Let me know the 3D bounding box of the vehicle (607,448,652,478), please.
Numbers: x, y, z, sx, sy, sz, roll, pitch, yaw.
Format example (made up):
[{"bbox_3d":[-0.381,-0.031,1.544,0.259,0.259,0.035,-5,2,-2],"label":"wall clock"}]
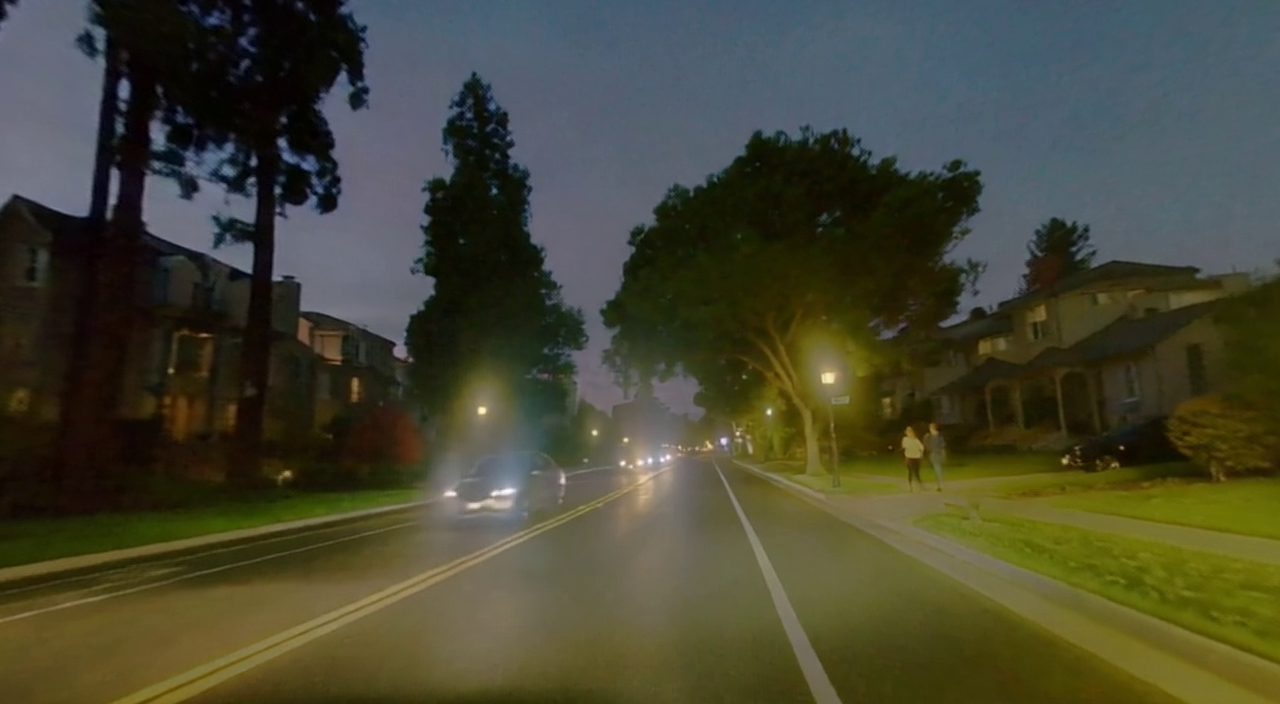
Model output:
[{"bbox_3d":[-0.572,6.763,38.771,2.167,1.691,4.755,-1,-8,7],"label":"vehicle"}]

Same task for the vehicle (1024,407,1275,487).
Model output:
[{"bbox_3d":[13.291,2.504,16.771,4.665,1.944,2.092,0,-8,5],"label":"vehicle"}]

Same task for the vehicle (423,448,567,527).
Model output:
[{"bbox_3d":[-3.130,3.014,14.659,1.906,1.498,4.222,-1,-8,7],"label":"vehicle"}]
